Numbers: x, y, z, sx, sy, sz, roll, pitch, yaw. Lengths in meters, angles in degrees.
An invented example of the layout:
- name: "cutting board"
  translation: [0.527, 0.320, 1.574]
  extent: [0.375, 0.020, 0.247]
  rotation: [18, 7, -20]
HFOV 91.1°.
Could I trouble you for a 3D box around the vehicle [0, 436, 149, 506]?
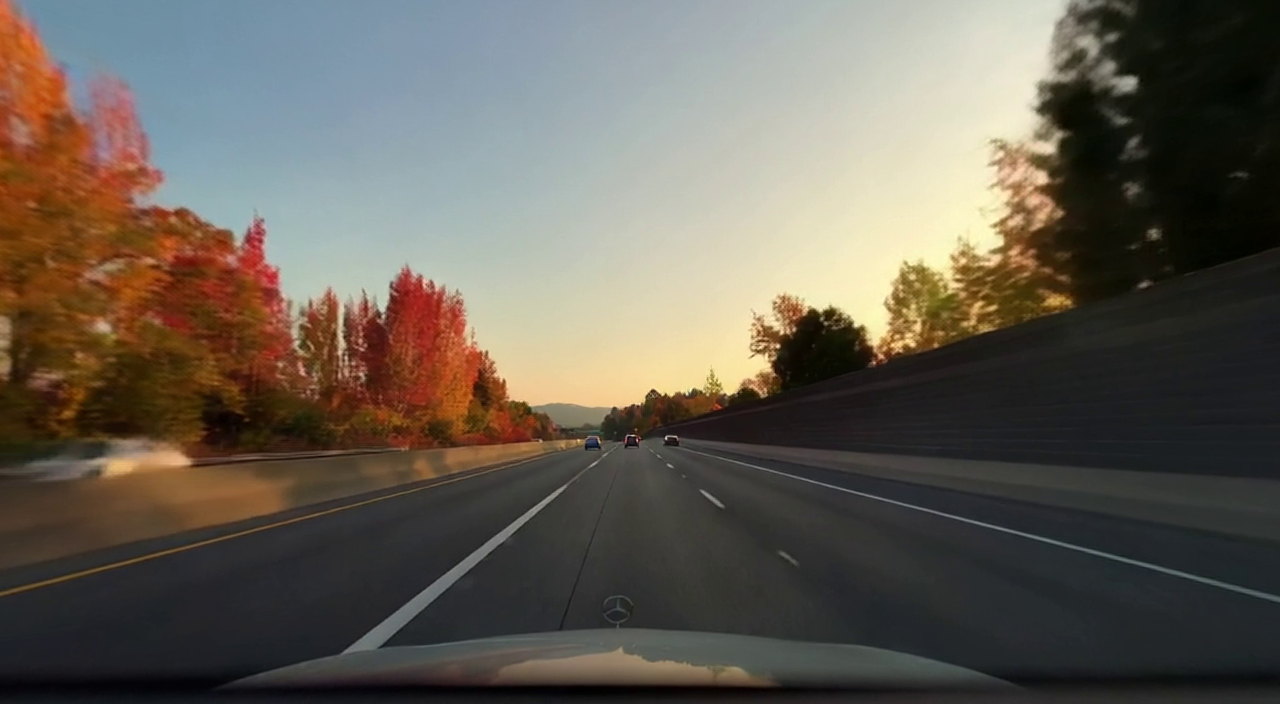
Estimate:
- name: "vehicle"
  translation: [-16.388, 3.206, 17.551]
  extent: [1.958, 1.710, 4.234]
  rotation: [0, -8, -1]
